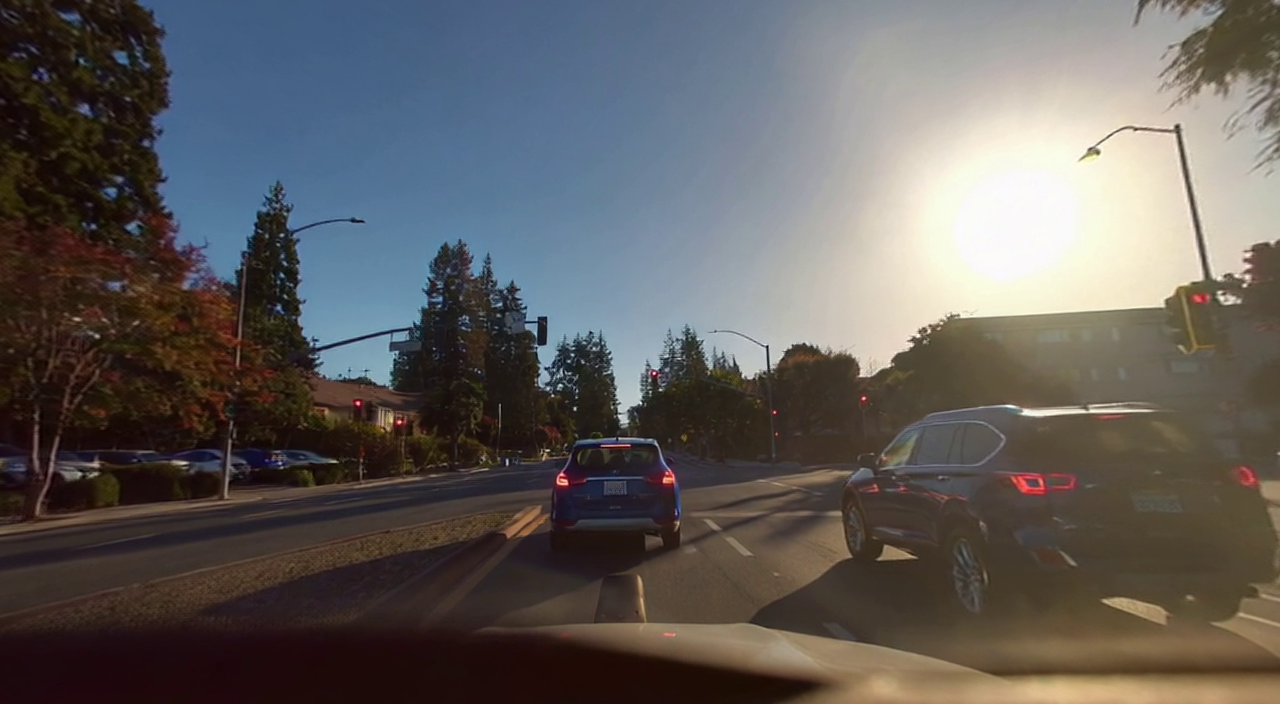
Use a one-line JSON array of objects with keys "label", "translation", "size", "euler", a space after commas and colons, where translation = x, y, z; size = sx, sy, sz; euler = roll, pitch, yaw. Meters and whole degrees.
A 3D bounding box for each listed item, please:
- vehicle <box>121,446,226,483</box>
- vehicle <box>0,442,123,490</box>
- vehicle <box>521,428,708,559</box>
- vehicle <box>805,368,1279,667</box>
[{"label": "vehicle", "translation": [-28.592, 6.882, 38.967], "size": [4.943, 2.110, 2.217], "euler": [5, -10, -32]}, {"label": "vehicle", "translation": [-28.484, 5.441, 30.442], "size": [5.119, 2.119, 2.199], "euler": [5, -10, -31]}, {"label": "vehicle", "translation": [-0.325, 2.010, 9.802], "size": [2.177, 1.512, 4.682], "euler": [0, -9, -1]}, {"label": "vehicle", "translation": [3.185, 1.301, 5.999], "size": [2.046, 1.768, 4.370], "euler": [0, -9, 0]}]
